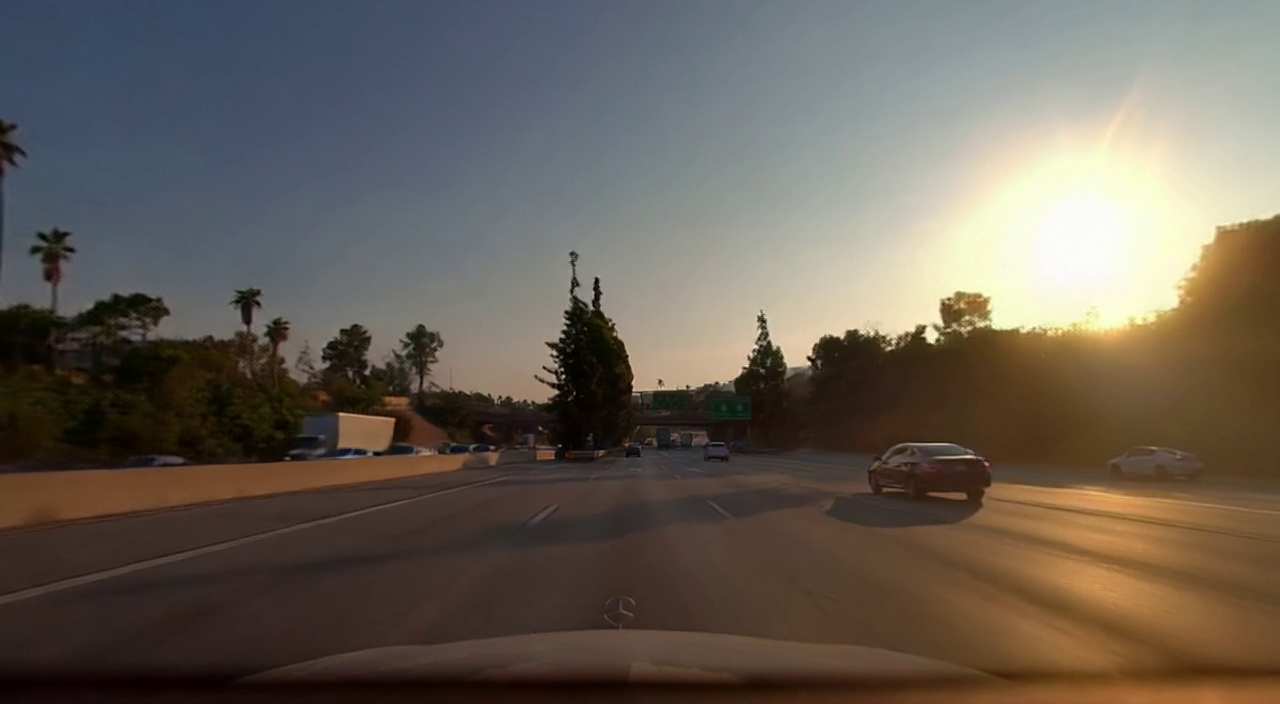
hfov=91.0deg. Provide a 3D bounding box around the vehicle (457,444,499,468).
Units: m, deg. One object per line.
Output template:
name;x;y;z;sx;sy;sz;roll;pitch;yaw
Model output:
vehicle;-12.151;7.849;47.565;1.960;1.681;4.480;0;-8;0

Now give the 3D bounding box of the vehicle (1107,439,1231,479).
vehicle;24.105;4.877;28.948;1.887;1.642;4.592;0;-8;3

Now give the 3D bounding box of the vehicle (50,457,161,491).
vehicle;-27.225;6.206;32.287;1.831;1.472;4.368;0;-8;0

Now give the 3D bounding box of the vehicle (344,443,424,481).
vehicle;-12.462;5.363;30.973;2.053;1.689;4.406;0;-8;0

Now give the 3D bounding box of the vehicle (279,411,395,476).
vehicle;-19.898;6.148;42.272;2.957;3.852;9.397;0;-8;1

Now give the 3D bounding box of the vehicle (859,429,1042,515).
vehicle;6.761;2.647;14.386;1.902;1.623;4.360;0;-8;-1

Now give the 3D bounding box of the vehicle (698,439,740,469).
vehicle;4.763;6.210;38.510;2.035;1.704;3.867;0;-8;0
